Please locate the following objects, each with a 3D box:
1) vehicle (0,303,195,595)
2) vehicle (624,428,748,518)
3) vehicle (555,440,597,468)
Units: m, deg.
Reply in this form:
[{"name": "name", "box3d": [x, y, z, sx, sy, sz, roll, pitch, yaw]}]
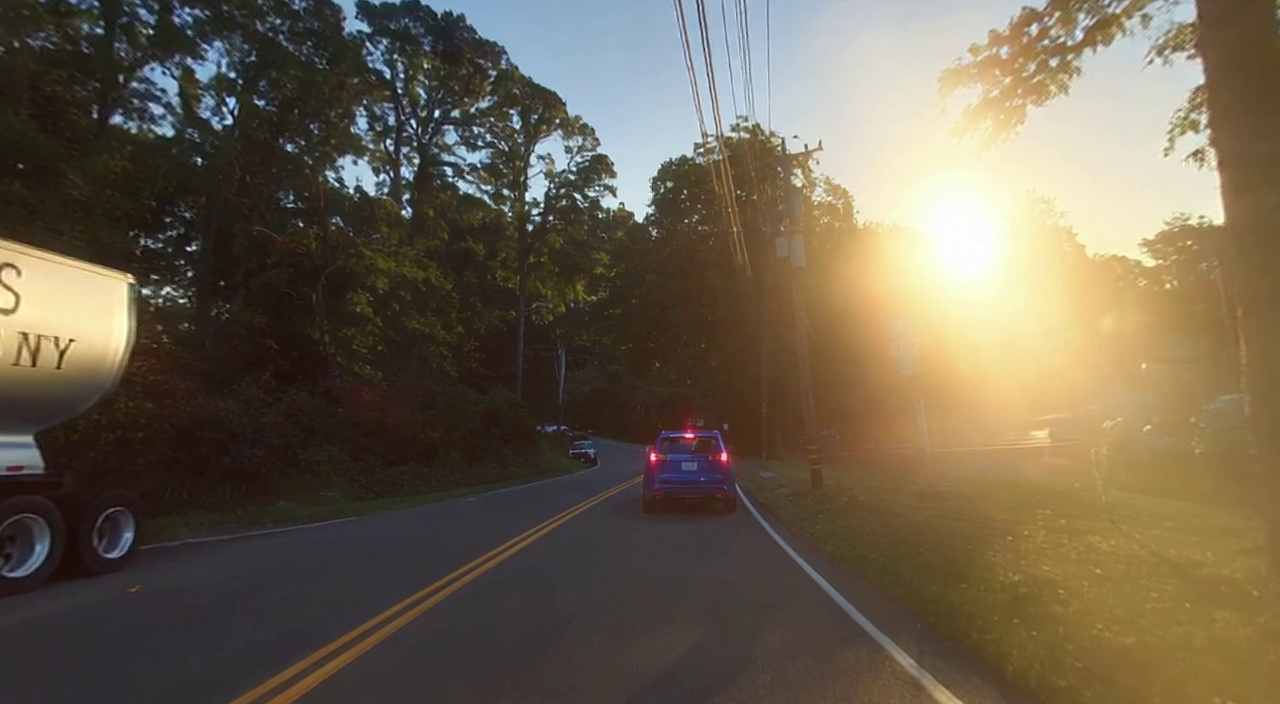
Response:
[{"name": "vehicle", "box3d": [-8.594, 1.075, 5.493, 3.395, 3.071, 7.634, -7, -6, 6]}, {"name": "vehicle", "box3d": [0.808, 2.307, 12.475, 2.081, 1.503, 3.726, 0, -8, 1]}, {"name": "vehicle", "box3d": [-5.077, 7.895, 48.938, 2.668, 1.981, 5.575, 2, -9, -12]}]
